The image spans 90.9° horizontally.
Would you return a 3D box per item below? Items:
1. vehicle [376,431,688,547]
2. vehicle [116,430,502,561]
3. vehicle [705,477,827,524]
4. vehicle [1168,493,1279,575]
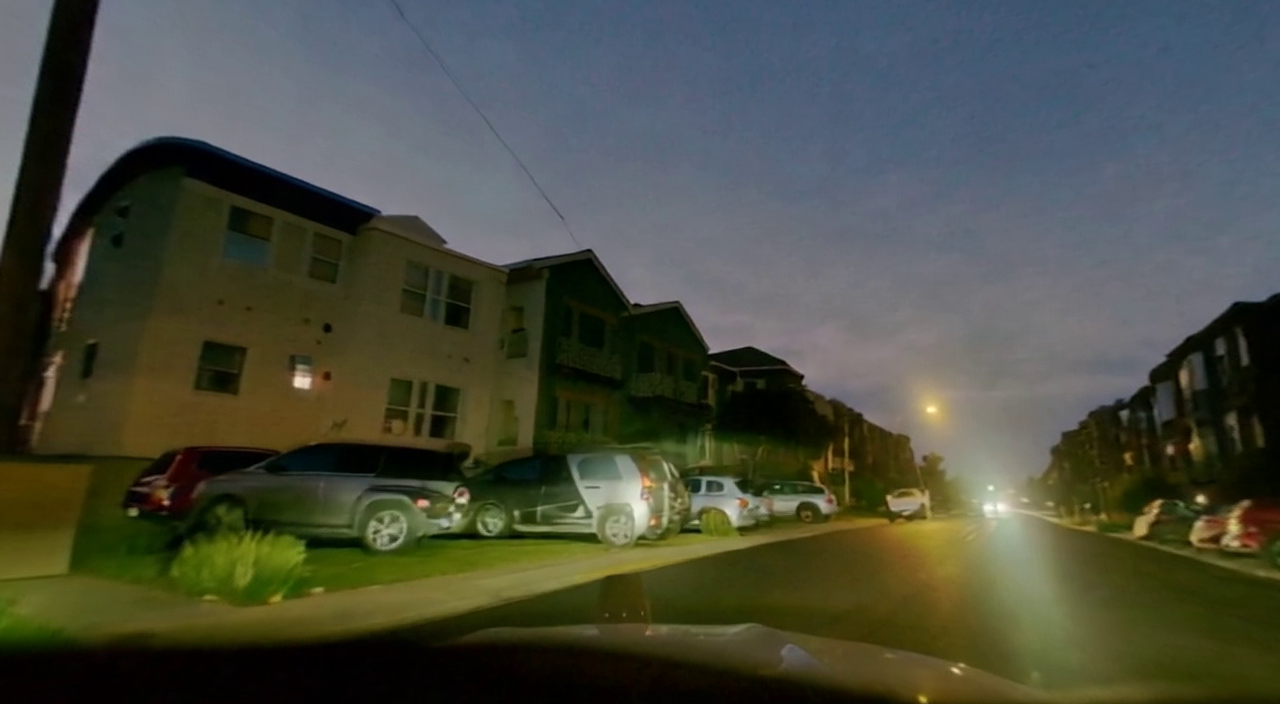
[{"bbox_3d":[-1.965,2.703,12.532,5.514,1.976,2.153,2,-11,-5],"label":"vehicle"},{"bbox_3d":[-4.628,2.133,9.527,4.648,1.659,1.897,2,-11,-3],"label":"vehicle"},{"bbox_3d":[5.020,5.973,25.516,4.450,1.707,1.902,3,-11,-7],"label":"vehicle"},{"bbox_3d":[14.341,3.826,13.131,4.724,1.522,1.948,-5,-12,29],"label":"vehicle"}]
